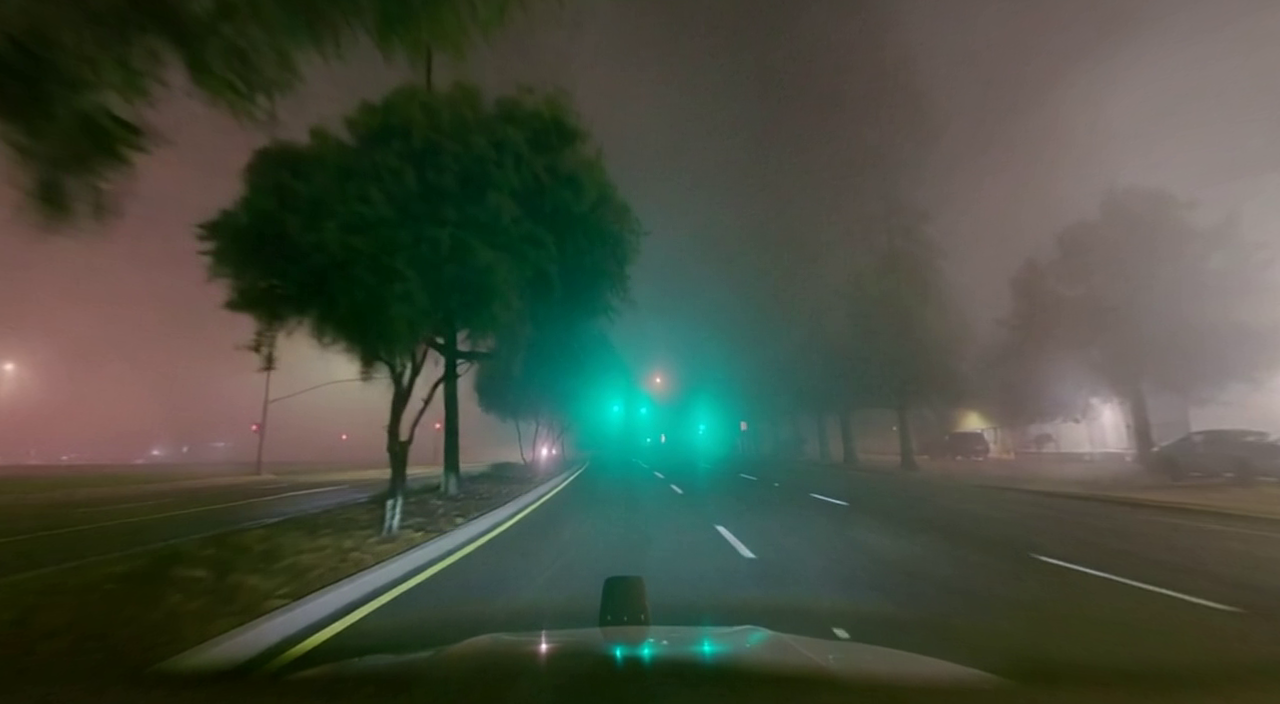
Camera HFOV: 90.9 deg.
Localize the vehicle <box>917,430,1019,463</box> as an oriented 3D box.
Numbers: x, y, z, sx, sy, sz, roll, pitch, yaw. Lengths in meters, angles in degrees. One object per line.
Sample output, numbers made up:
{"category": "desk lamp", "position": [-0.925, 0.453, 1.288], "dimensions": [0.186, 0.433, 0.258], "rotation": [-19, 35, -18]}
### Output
{"category": "vehicle", "position": [18.201, 5.300, 35.308], "dimensions": [2.084, 1.675, 4.966], "rotation": [3, -9, -17]}
